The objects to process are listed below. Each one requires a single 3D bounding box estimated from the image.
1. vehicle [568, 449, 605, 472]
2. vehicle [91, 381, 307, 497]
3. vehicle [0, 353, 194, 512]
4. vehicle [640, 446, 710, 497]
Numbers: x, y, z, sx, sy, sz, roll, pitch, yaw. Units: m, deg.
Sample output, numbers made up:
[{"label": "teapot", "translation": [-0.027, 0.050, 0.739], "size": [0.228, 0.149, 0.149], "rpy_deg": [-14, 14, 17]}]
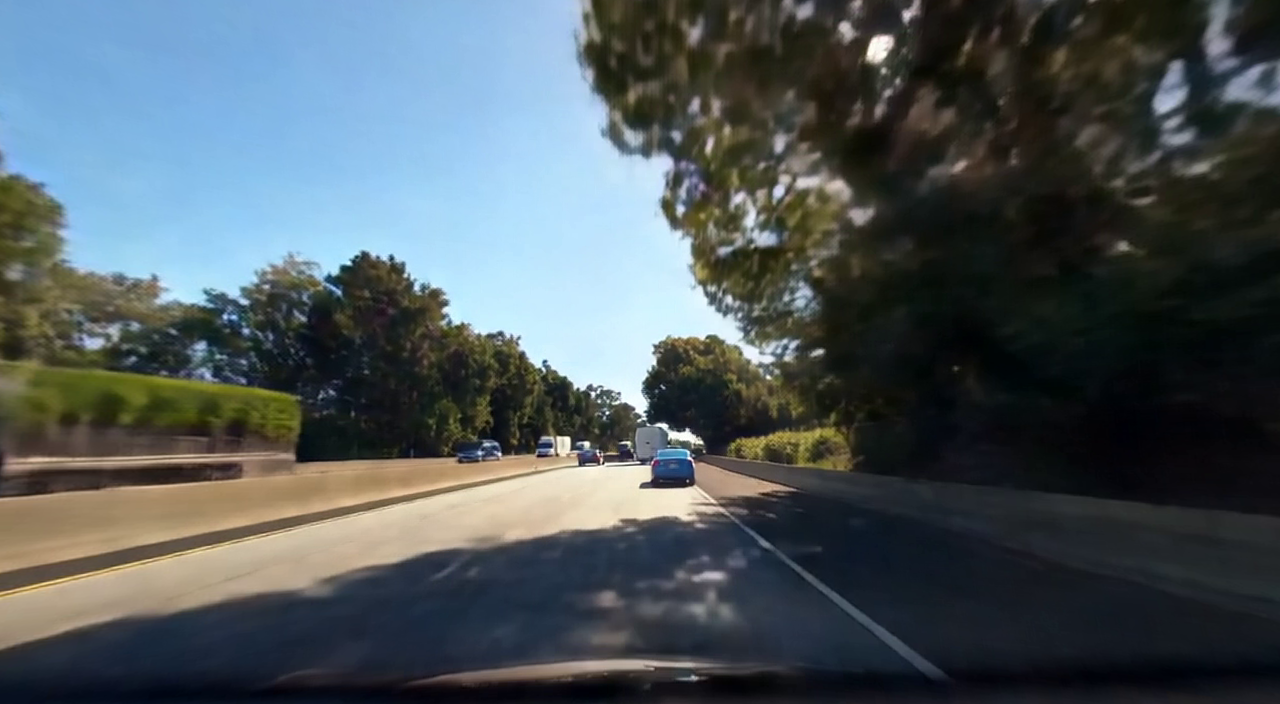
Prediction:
[{"label": "vehicle", "translation": [-3.701, 7.646, 44.737], "size": [2.100, 1.514, 4.794], "rpy_deg": [0, -9, 1]}, {"label": "vehicle", "translation": [-17.568, 3.646, 26.138], "size": [2.860, 4.038, 8.120], "rpy_deg": [0, -9, 0]}, {"label": "vehicle", "translation": [-17.628, 2.190, 16.957], "size": [3.035, 3.965, 10.967], "rpy_deg": [0, -9, 1]}, {"label": "vehicle", "translation": [1.034, 3.792, 20.325], "size": [2.012, 1.485, 3.649], "rpy_deg": [0, -9, 0]}]
